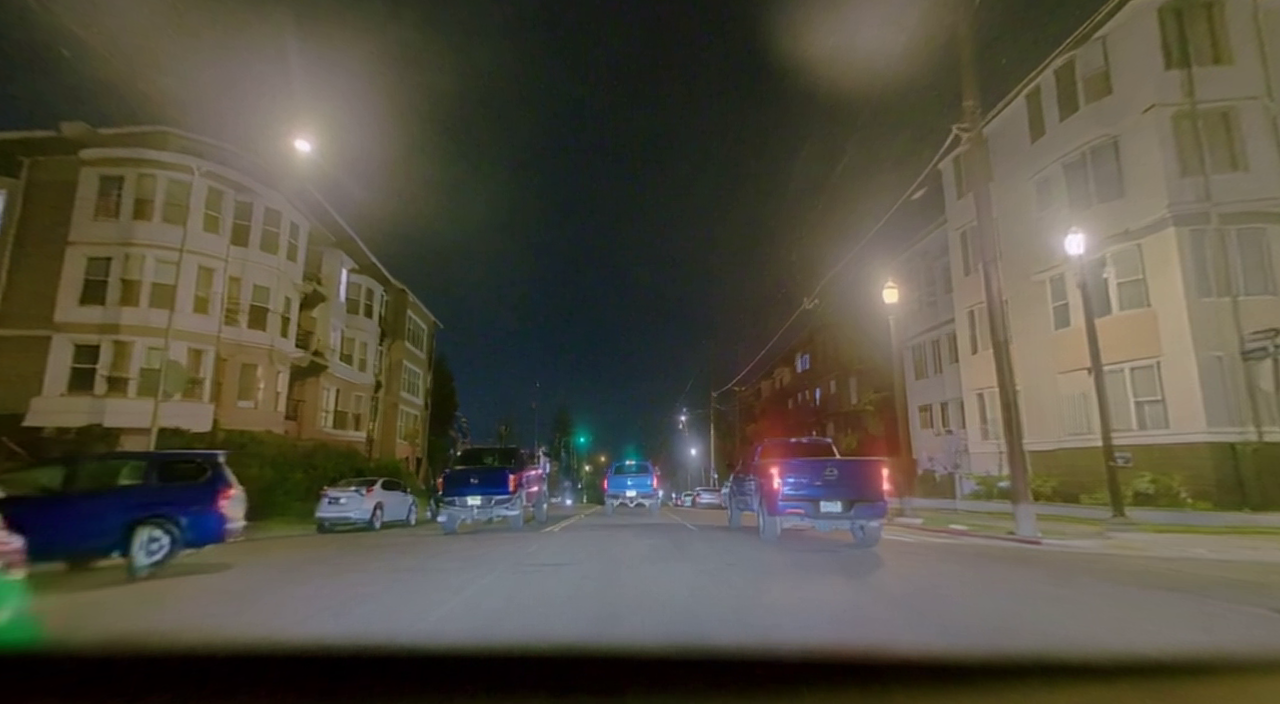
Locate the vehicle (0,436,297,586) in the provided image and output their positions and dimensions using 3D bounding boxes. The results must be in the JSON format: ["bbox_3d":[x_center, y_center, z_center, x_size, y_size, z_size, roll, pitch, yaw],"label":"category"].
[{"bbox_3d":[-7.381,1.985,8.360,4.564,1.696,2.024,3,-9,-16],"label":"vehicle"}]

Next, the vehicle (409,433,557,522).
[{"bbox_3d":[-3.705,3.338,16.421,2.330,1.859,6.068,0,-13,-1],"label":"vehicle"}]

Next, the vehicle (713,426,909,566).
[{"bbox_3d":[2.657,2.347,11.217,2.027,1.907,4.736,0,-8,-2],"label":"vehicle"}]

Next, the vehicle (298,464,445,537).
[{"bbox_3d":[-6.662,3.698,16.281,1.881,1.464,4.379,0,-8,0],"label":"vehicle"}]

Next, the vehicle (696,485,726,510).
[{"bbox_3d":[5.153,10.593,46.137,1.725,1.442,3.740,0,-8,0],"label":"vehicle"}]

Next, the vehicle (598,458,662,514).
[{"bbox_3d":[-0.339,5.350,24.908,2.308,1.940,4.125,-1,-14,1],"label":"vehicle"}]
